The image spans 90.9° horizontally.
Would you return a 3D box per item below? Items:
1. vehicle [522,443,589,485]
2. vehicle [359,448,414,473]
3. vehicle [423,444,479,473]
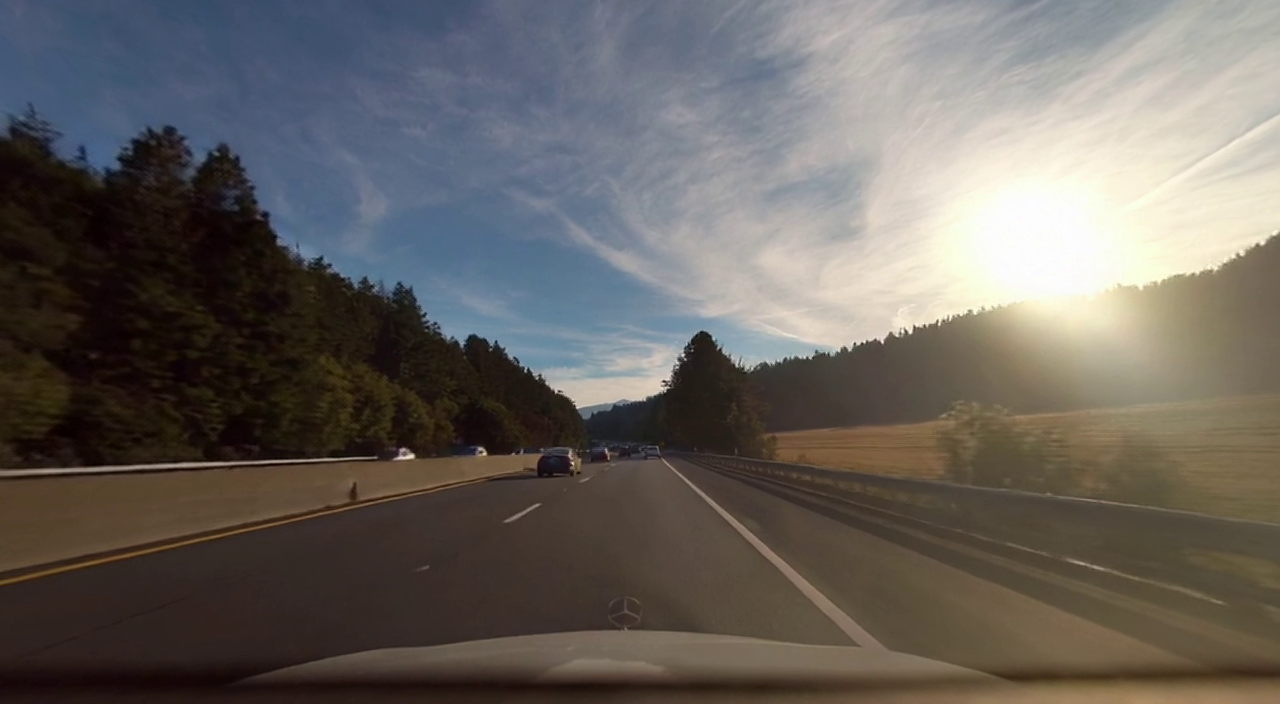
[{"bbox_3d":[-3.195,4.345,24.735,1.970,1.483,4.097,-1,-9,2],"label":"vehicle"},{"bbox_3d":[-16.813,7.212,41.927,1.905,1.558,4.016,-1,-9,1],"label":"vehicle"},{"bbox_3d":[-12.328,7.002,41.499,1.954,1.742,5.517,0,-9,0],"label":"vehicle"}]
